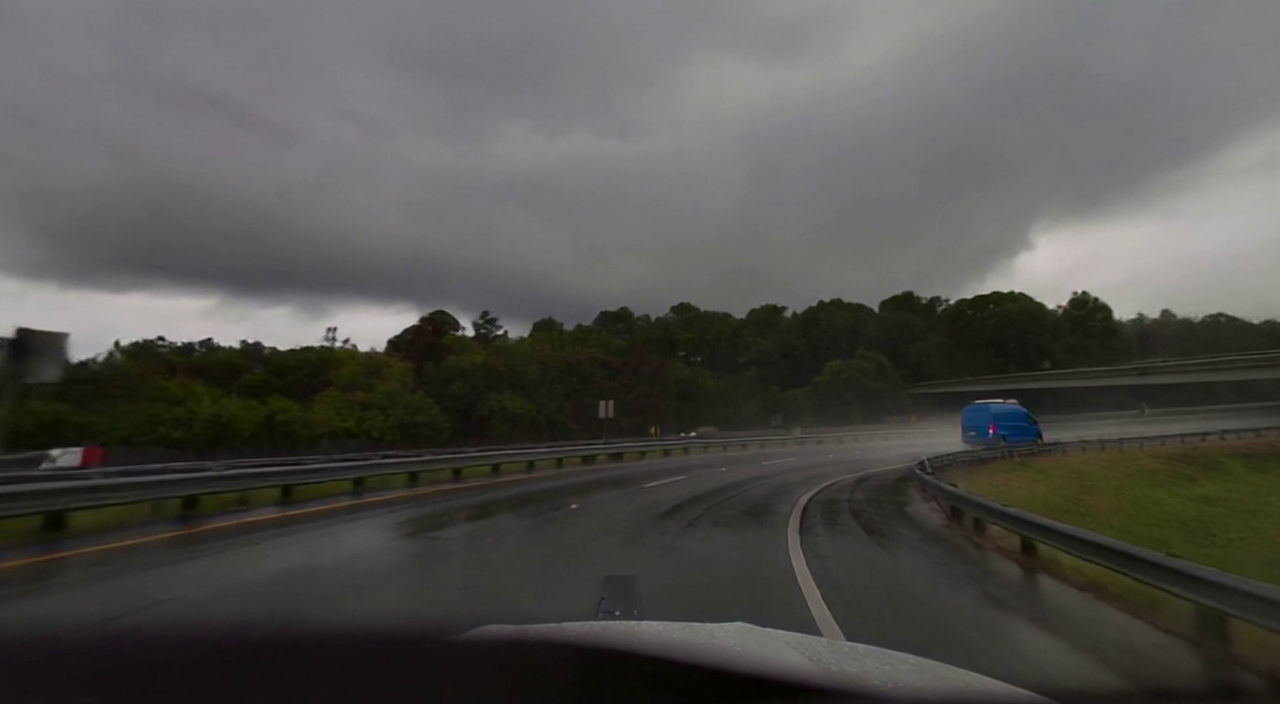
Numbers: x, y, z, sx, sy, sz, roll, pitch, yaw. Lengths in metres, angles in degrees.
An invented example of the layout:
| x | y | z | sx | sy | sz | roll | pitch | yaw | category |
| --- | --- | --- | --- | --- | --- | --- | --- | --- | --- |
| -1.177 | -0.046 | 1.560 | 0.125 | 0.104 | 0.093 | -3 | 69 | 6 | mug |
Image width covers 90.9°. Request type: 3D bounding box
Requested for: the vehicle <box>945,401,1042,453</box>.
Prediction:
| x | y | z | sx | sy | sz | roll | pitch | yaw | category |
| --- | --- | --- | --- | --- | --- | --- | --- | --- | --- |
| 19.043 | 4.085 | 33.876 | 5.330 | 2.577 | 2.352 | 6 | -10 | -35 | vehicle |
